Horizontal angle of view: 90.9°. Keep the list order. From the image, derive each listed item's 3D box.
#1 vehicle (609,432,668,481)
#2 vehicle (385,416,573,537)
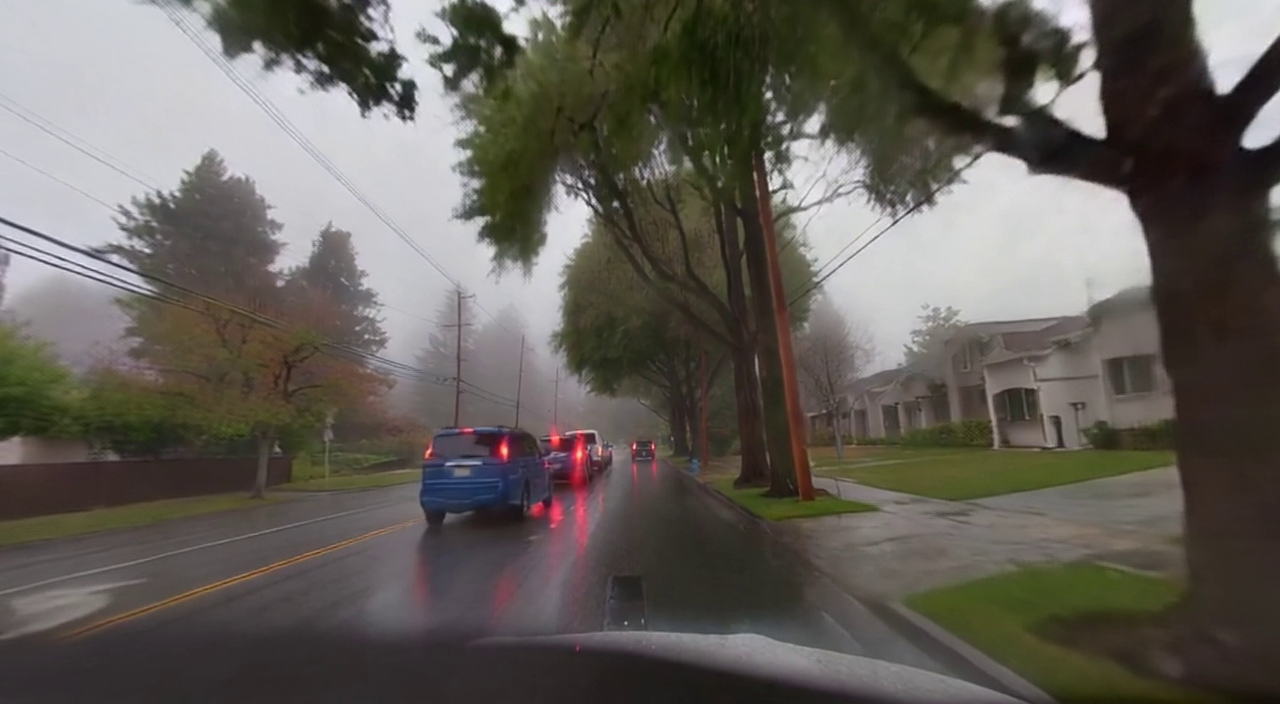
[{"bbox_3d":[-0.070,4.035,24.513,2.120,1.718,3.909,0,-9,0],"label":"vehicle"},{"bbox_3d":[-2.593,2.158,11.455,2.157,1.765,4.303,0,-9,2],"label":"vehicle"}]
